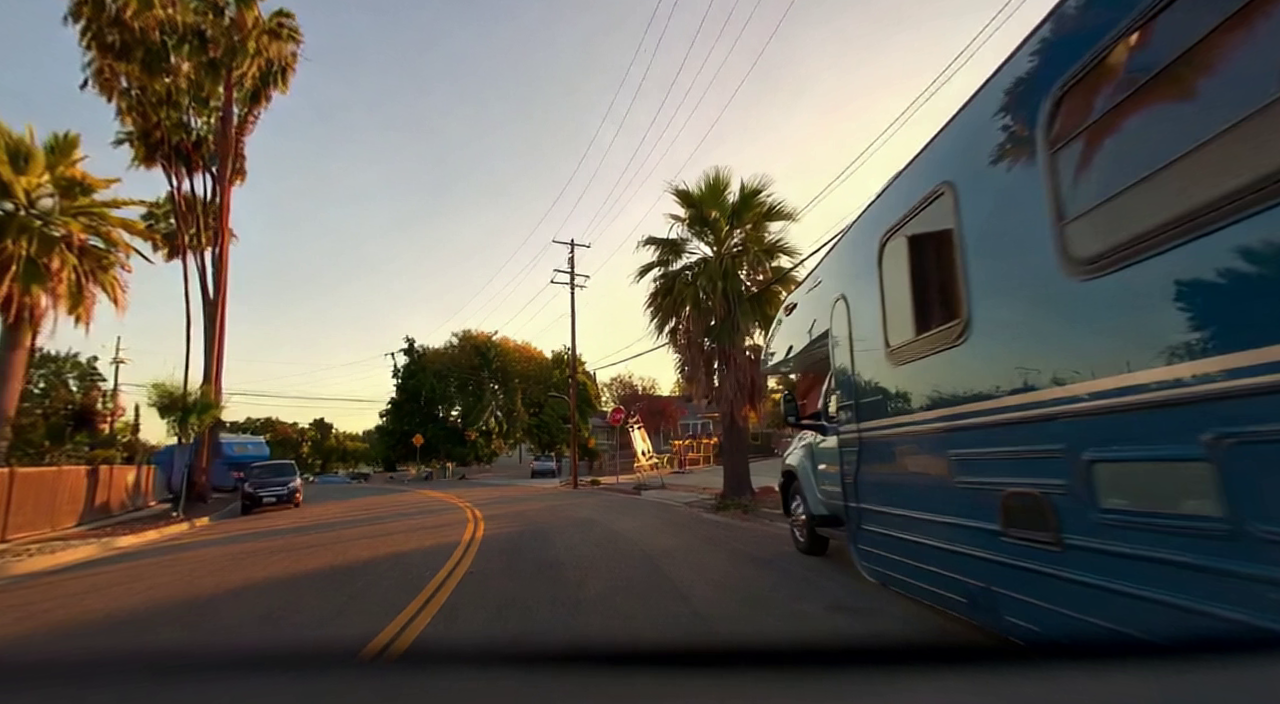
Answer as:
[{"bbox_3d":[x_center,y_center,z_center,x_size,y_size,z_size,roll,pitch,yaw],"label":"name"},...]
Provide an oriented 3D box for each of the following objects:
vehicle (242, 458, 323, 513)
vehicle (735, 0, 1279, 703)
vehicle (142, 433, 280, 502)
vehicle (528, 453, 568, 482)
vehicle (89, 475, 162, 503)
[{"bbox_3d":[-12.070,4.411,21.423,2.085,1.545,4.340,4,-10,-28],"label":"vehicle"},{"bbox_3d":[2.885,0.361,4.482,2.853,3.082,7.767,0,-9,-3],"label":"vehicle"},{"bbox_3d":[-26.715,7.000,39.021,11.364,3.720,3.216,-7,-11,37],"label":"vehicle"},{"bbox_3d":[-6.914,8.524,46.926,2.508,1.887,5.930,2,-9,-12],"label":"vehicle"},{"bbox_3d":[-36.823,9.746,45.185,4.527,1.732,2.059,-4,-9,24],"label":"vehicle"}]
